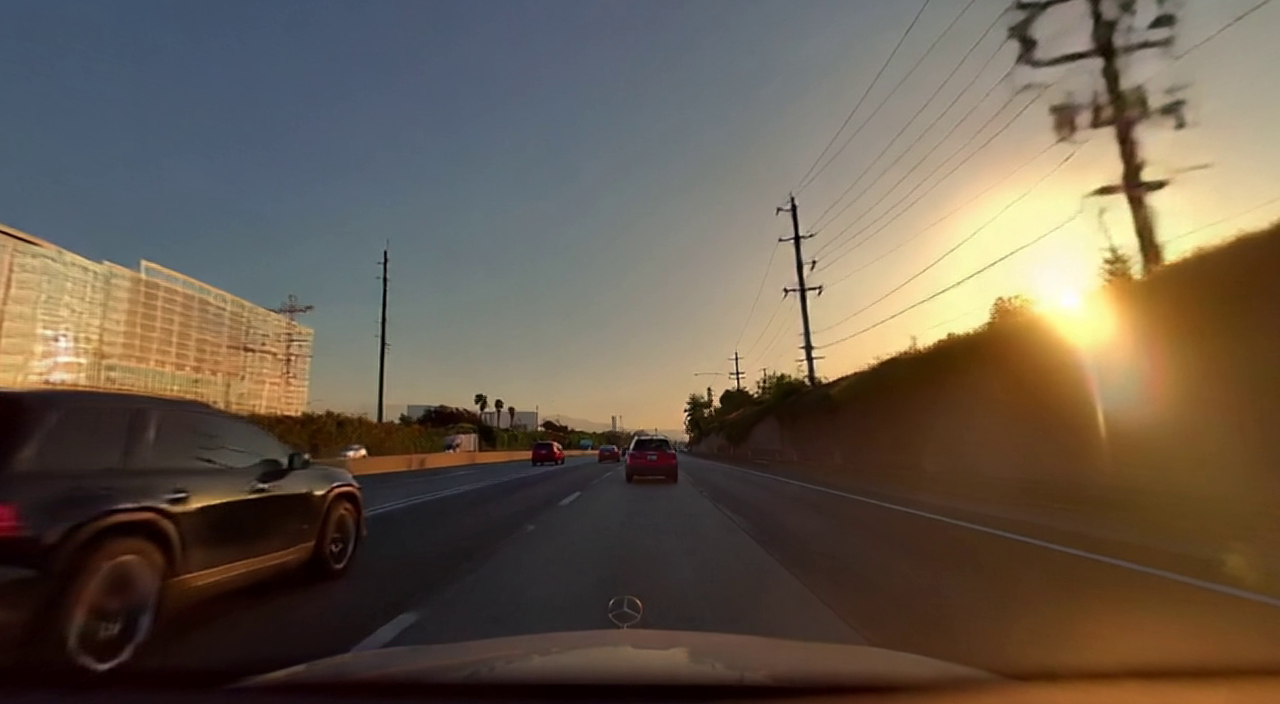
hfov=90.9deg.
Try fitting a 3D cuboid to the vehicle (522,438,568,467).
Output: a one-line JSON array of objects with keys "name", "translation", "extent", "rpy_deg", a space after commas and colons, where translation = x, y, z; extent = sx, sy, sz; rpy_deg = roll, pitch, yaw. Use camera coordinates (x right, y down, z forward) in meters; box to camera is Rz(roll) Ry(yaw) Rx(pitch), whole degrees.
[{"name": "vehicle", "translation": [-6.230, 6.658, 41.894], "extent": [2.220, 1.841, 4.516], "rpy_deg": [0, -9, 2]}]

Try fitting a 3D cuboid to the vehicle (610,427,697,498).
[{"name": "vehicle", "translation": [0.326, 3.029, 17.630], "extent": [2.134, 1.733, 4.049], "rpy_deg": [0, -9, 0]}]

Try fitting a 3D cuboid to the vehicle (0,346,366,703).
[{"name": "vehicle", "translation": [-3.965, 1.094, 4.376], "extent": [2.125, 1.764, 4.393], "rpy_deg": [0, -9, 0]}]
